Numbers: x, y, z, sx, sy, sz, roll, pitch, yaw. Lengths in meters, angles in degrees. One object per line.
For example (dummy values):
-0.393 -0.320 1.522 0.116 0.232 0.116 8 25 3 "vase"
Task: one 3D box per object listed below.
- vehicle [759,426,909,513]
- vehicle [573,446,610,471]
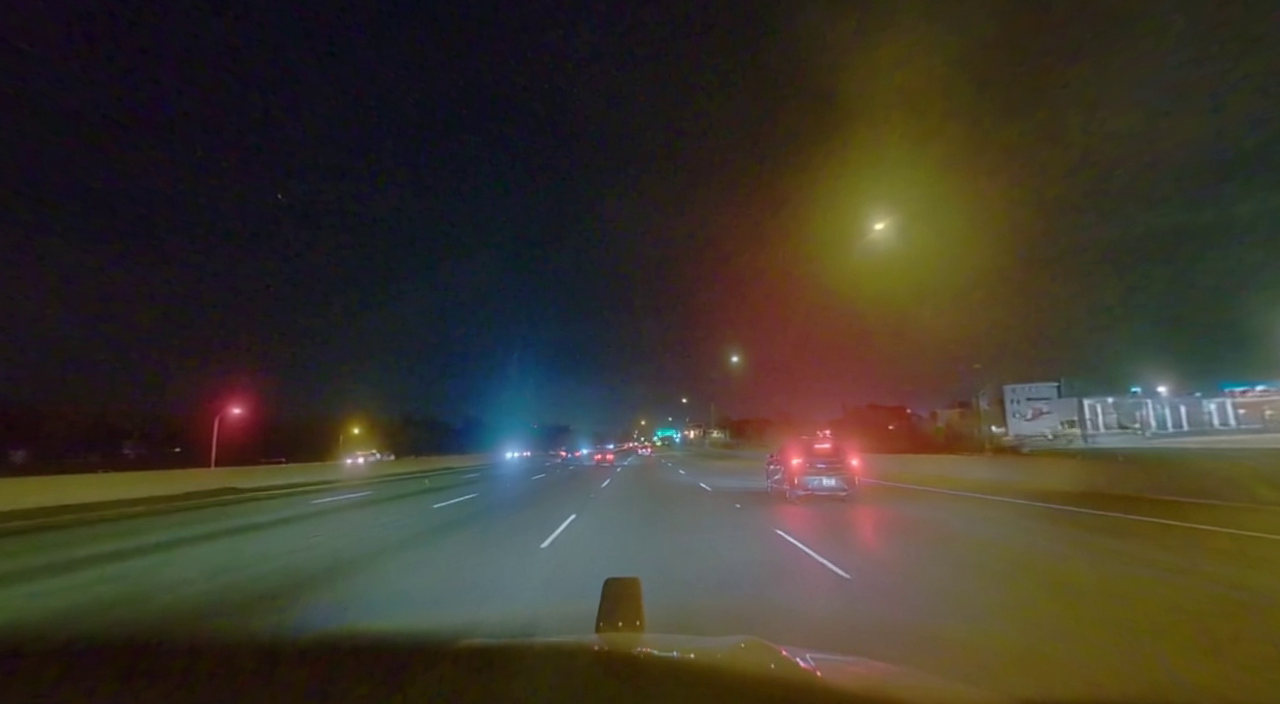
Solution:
4.429 2.777 15.328 2.109 1.764 4.704 0 -9 -1 "vehicle"
-3.156 7.048 41.872 2.139 1.510 4.506 0 -9 0 "vehicle"
